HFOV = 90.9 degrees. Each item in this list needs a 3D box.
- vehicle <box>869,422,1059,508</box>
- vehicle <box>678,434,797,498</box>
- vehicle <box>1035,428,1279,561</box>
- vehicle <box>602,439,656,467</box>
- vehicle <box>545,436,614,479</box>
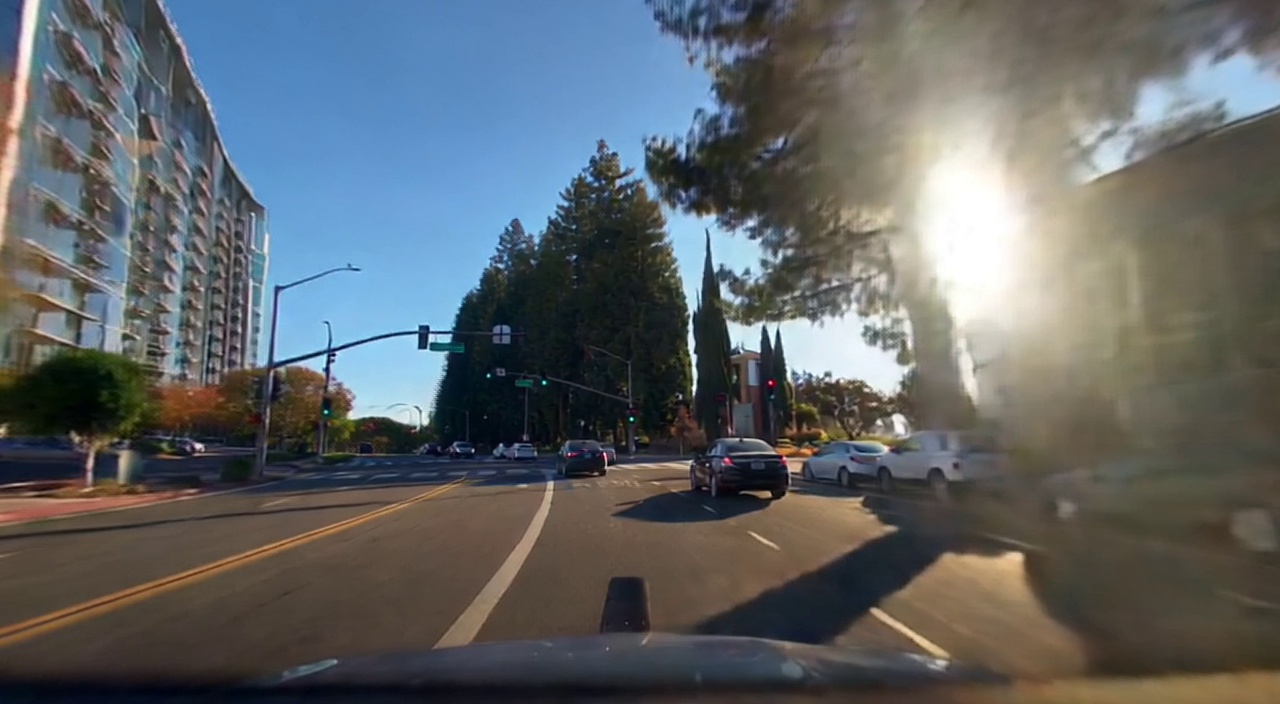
[{"bbox_3d":[7.067,2.492,14.339,1.825,1.646,4.070,1,-8,-6],"label":"vehicle"},{"bbox_3d":[2.447,3.010,17.107,1.984,1.476,4.488,1,-8,-8],"label":"vehicle"},{"bbox_3d":[7.781,1.766,8.336,1.903,1.432,4.514,1,-8,-5],"label":"vehicle"},{"bbox_3d":[-0.700,5.584,35.033,1.957,1.463,4.701,2,-9,-14],"label":"vehicle"},{"bbox_3d":[-2.566,4.232,25.557,2.308,1.535,4.811,2,-9,-11],"label":"vehicle"}]
